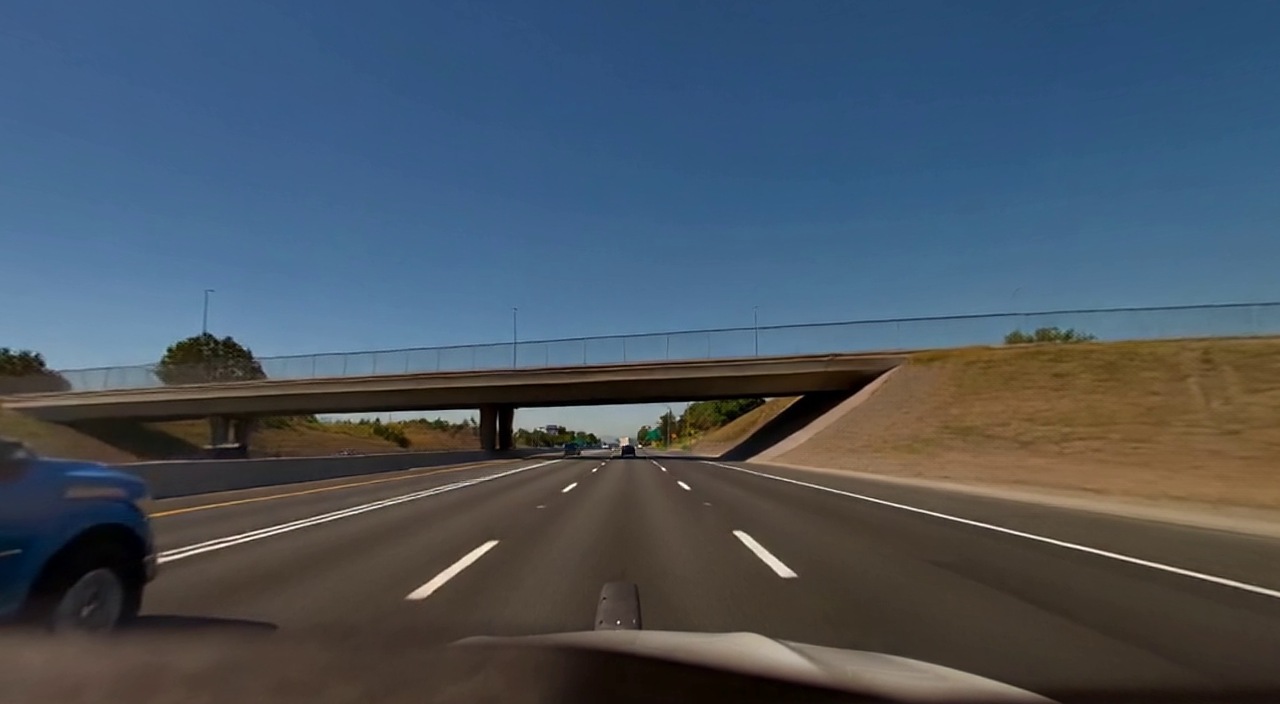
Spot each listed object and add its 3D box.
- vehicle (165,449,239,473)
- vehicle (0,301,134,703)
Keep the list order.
[{"bbox_3d":[-29.169,7.255,42.266,1.829,1.420,4.422,0,-8,-1],"label":"vehicle"},{"bbox_3d":[-4.223,0.442,0.639,2.529,2.003,5.904,0,-8,0],"label":"vehicle"}]
